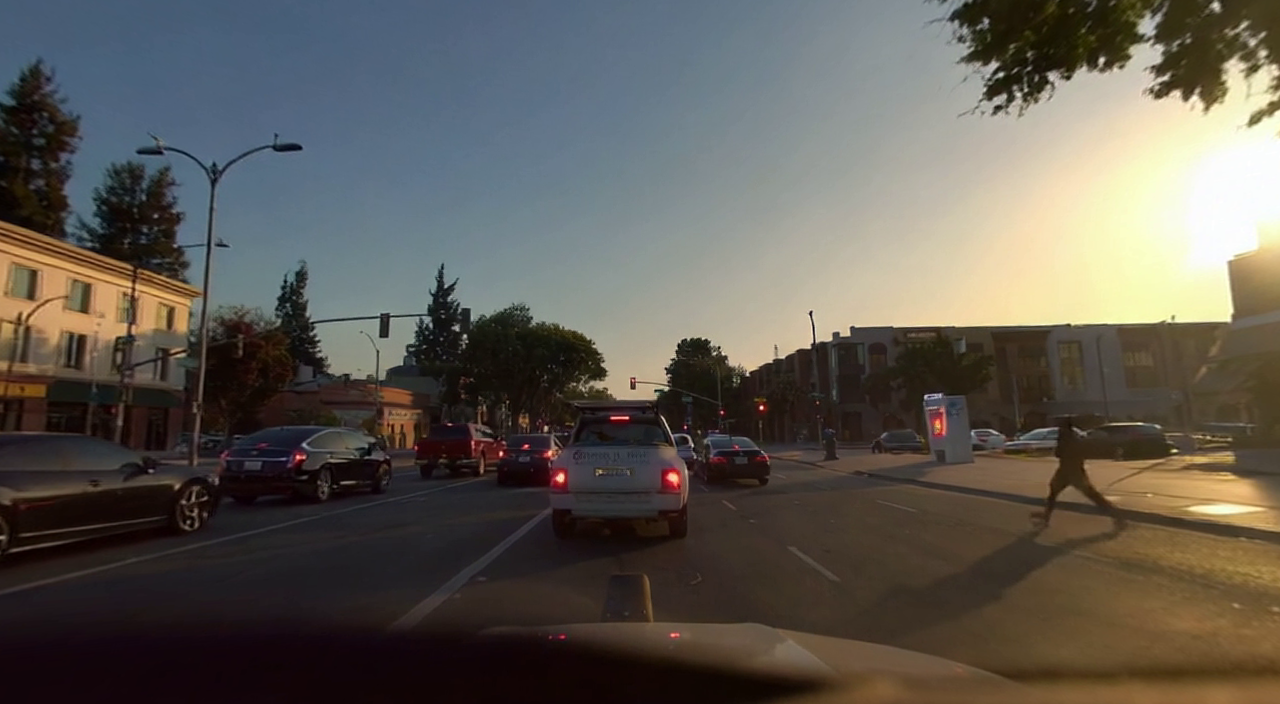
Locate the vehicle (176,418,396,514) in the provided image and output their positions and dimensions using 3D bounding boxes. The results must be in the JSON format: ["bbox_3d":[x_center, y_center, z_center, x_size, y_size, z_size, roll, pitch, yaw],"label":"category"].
[{"bbox_3d":[-7.090,2.337,13.355,1.941,1.655,4.503,0,-8,1],"label":"vehicle"}]

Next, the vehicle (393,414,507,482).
[{"bbox_3d":[-6.374,3.307,21.808,2.496,2.112,4.351,0,-8,1],"label":"vehicle"}]

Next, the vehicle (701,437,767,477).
[{"bbox_3d":[3.557,4.076,24.707,2.023,1.441,4.240,0,-8,1],"label":"vehicle"}]

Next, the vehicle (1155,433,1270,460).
[{"bbox_3d":[29.713,4.911,32.778,4.176,1.313,1.719,0,-9,3],"label":"vehicle"}]

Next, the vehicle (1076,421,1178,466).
[{"bbox_3d":[19.434,3.638,25.111,4.156,1.622,1.924,6,-10,-35],"label":"vehicle"}]

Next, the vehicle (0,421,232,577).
[{"bbox_3d":[-6.941,1.548,7.058,1.831,1.451,4.382,0,-8,0],"label":"vehicle"}]

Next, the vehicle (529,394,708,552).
[{"bbox_3d":[-0.241,1.710,9.489,2.064,1.817,4.298,0,-8,0],"label":"vehicle"}]

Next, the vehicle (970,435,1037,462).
[{"bbox_3d":[20.296,5.378,35.151,3.836,1.443,1.694,6,-10,-34],"label":"vehicle"}]
